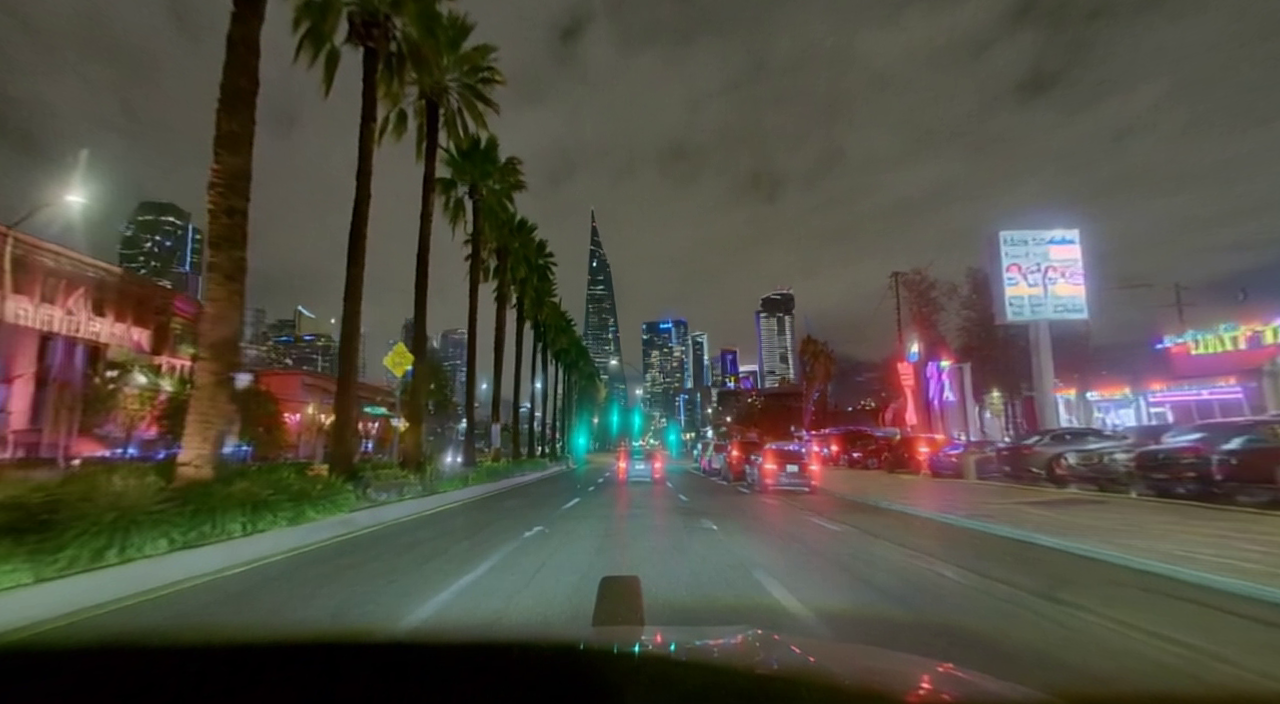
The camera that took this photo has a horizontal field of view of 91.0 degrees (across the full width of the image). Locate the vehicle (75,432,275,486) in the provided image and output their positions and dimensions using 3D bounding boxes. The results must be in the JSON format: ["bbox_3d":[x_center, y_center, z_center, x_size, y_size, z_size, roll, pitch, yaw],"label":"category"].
[{"bbox_3d":[-30.659,7.168,42.904,3.081,3.048,13.223,0,-9,3],"label":"vehicle"}]

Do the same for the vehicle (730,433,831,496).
[{"bbox_3d":[4.370,3.590,20.421,2.136,1.774,4.778,0,-9,0],"label":"vehicle"}]

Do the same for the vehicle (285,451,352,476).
[{"bbox_3d":[-23.320,8.101,45.892,2.075,1.645,5.270,0,-9,1],"label":"vehicle"}]

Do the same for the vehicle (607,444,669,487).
[{"bbox_3d":[-0.075,4.388,24.576,2.235,1.528,3.876,0,-9,0],"label":"vehicle"}]

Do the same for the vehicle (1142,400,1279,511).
[{"bbox_3d":[12.759,1.958,12.017,4.373,1.859,2.362,1,-9,-4],"label":"vehicle"}]
